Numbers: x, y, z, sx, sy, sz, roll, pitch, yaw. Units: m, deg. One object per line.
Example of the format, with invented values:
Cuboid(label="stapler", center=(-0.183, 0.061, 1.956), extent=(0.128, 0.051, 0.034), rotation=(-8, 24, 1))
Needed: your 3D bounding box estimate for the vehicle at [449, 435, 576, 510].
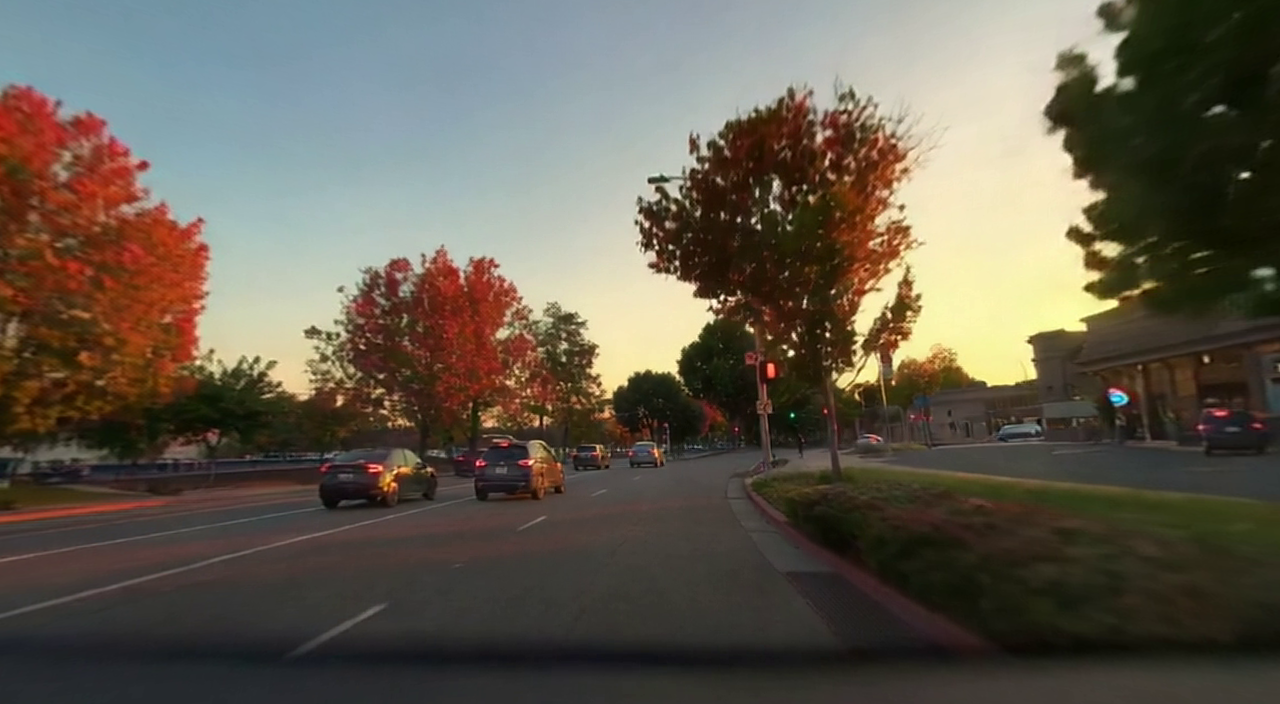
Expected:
Cuboid(label="vehicle", center=(-3.122, 3.058, 16.473), extent=(2.002, 1.664, 4.113), rotation=(-1, -9, 7))

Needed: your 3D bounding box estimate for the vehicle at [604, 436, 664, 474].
Cuboid(label="vehicle", center=(-0.217, 5.415, 33.342), extent=(2.167, 1.832, 4.679), rotation=(-2, -9, 13))

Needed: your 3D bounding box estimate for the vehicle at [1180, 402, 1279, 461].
Cuboid(label="vehicle", center=(20.875, 2.782, 21.753), extent=(4.982, 1.789, 2.303), rotation=(6, -11, -38))

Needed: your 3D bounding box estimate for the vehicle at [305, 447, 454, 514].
Cuboid(label="vehicle", center=(-6.818, 3.366, 17.084), extent=(1.974, 1.558, 3.949), rotation=(-1, -9, 7))
